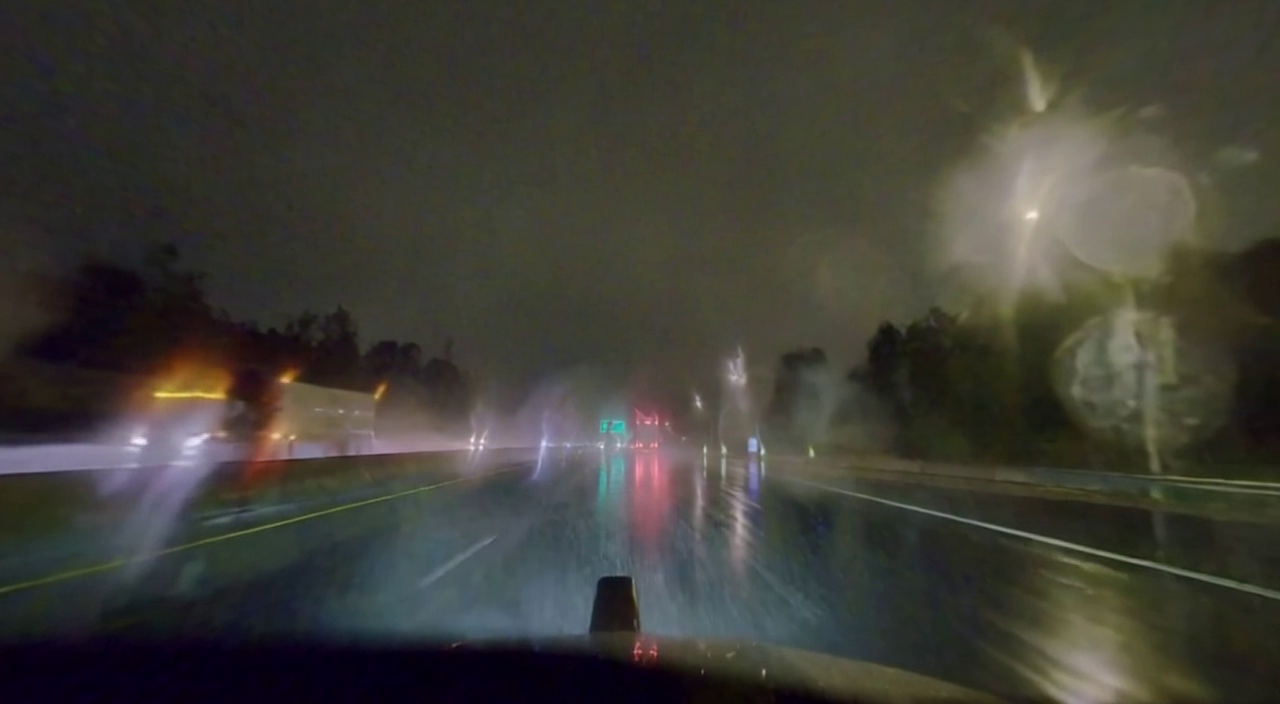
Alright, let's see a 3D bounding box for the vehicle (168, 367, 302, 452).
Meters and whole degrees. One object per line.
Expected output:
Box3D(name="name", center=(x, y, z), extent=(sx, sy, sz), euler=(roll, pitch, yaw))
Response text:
Box3D(name="vehicle", center=(-20.685, 3.120, 32.694), extent=(2.996, 3.968, 5.878), euler=(0, -8, -1))
